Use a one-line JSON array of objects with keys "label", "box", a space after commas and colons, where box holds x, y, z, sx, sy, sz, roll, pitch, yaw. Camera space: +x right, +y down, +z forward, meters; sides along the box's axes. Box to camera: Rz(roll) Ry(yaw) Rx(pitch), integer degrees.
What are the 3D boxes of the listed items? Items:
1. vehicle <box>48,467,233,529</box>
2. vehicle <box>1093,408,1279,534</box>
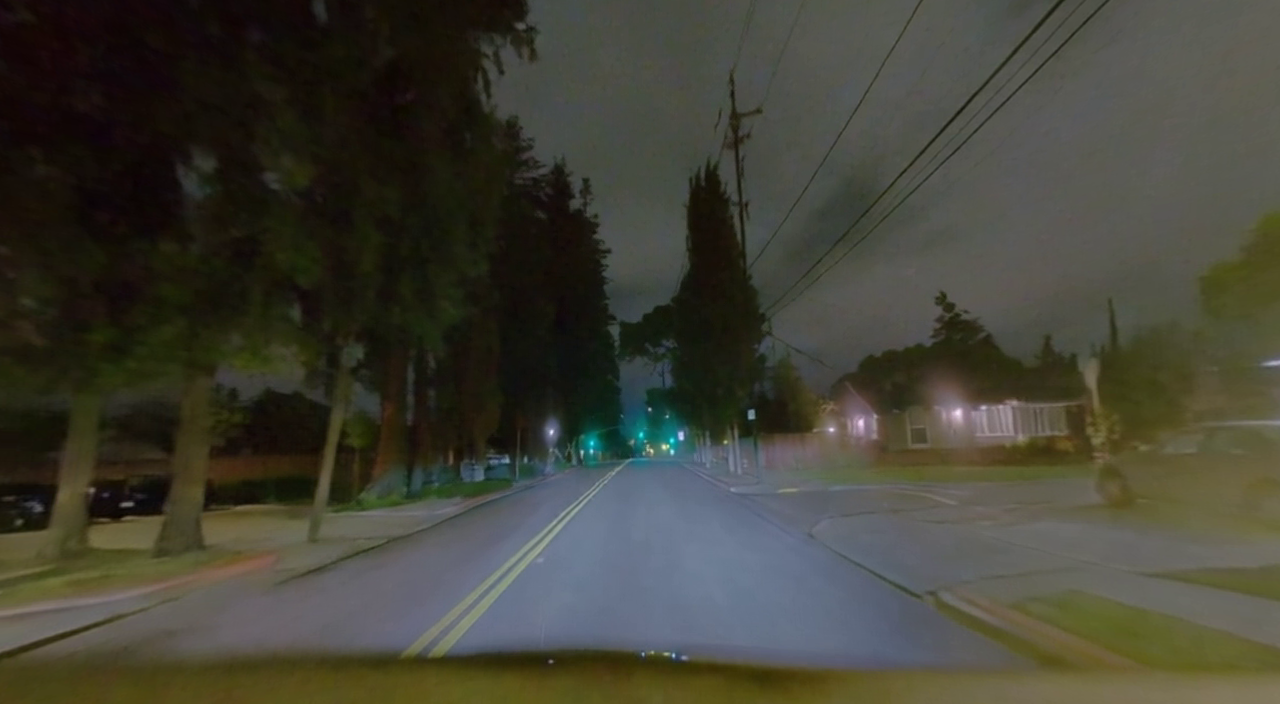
[{"label": "vehicle", "box": [-15.053, 4.375, 19.422, 1.830, 1.495, 4.641, 0, -8, 1]}, {"label": "vehicle", "box": [8.553, 1.536, 8.389, 1.806, 1.496, 4.164, 0, -8, -2]}]
